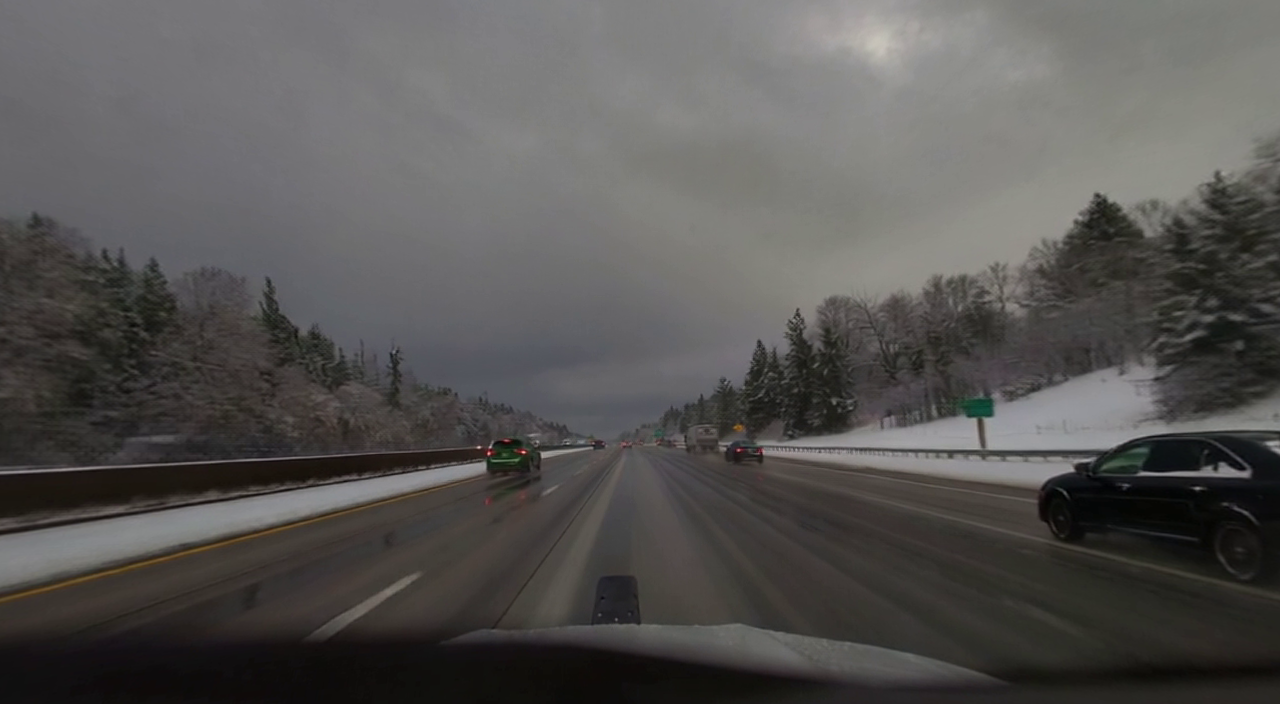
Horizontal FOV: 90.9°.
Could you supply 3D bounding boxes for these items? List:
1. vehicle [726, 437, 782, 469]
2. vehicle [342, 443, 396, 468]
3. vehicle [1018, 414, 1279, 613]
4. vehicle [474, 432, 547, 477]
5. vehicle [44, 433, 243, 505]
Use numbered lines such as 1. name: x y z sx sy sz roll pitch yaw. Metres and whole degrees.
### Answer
1. vehicle: 5.427 4.828 30.475 1.920 1.436 3.890 0 -8 -2
2. vehicle: -16.928 6.450 39.524 1.761 1.419 3.733 0 -8 0
3. vehicle: 5.834 1.362 5.811 2.028 1.488 4.236 0 -8 -1
4. vehicle: -4.769 3.818 23.824 1.966 1.570 3.859 0 -8 0
5. vehicle: -12.956 3.023 16.866 1.902 1.647 4.241 0 -8 -1
